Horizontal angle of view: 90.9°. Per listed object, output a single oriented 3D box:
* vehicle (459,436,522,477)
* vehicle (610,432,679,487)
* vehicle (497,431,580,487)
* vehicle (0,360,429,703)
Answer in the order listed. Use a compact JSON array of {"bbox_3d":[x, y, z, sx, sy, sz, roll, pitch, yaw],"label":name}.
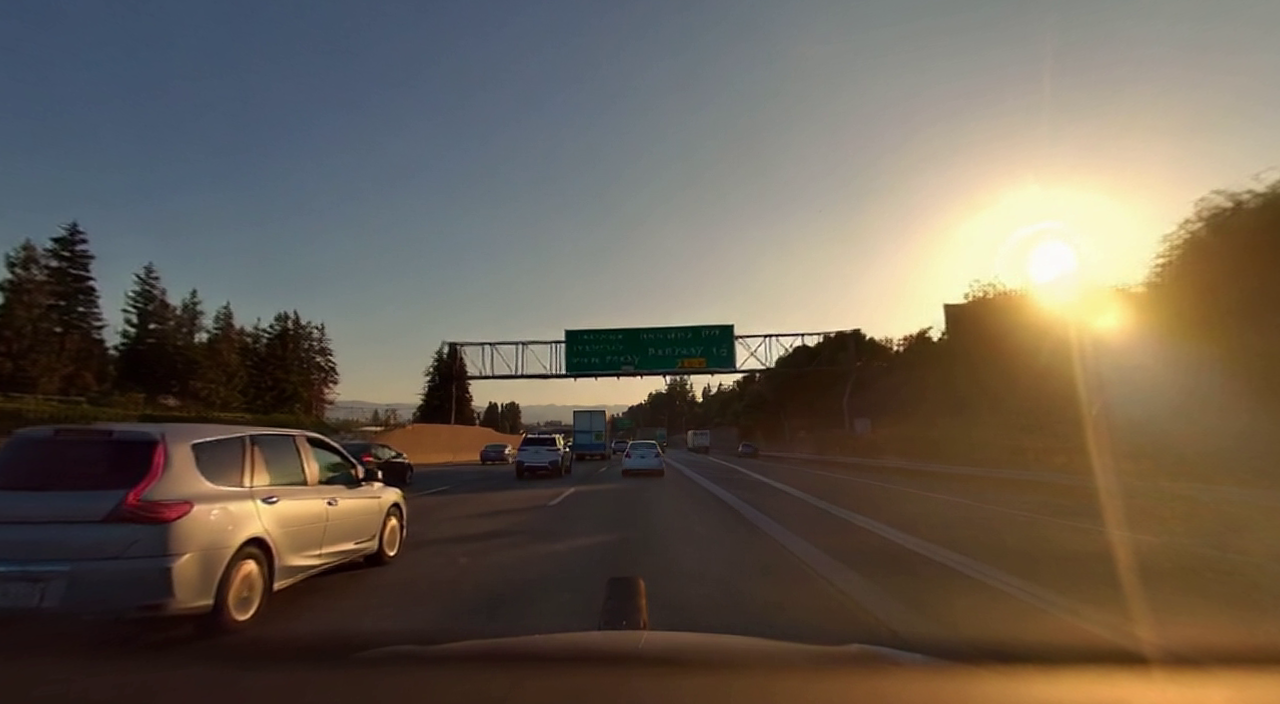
[{"bbox_3d":[-7.069,4.980,30.264,1.998,1.770,4.222,0,-8,0],"label":"vehicle"},{"bbox_3d":[0.153,3.699,22.009,2.180,1.716,3.920,0,-8,0],"label":"vehicle"},{"bbox_3d":[-3.505,3.784,22.684,2.125,1.792,4.466,0,-8,2],"label":"vehicle"},{"bbox_3d":[-3.485,1.198,4.794,2.209,1.711,4.296,0,-8,1],"label":"vehicle"}]
